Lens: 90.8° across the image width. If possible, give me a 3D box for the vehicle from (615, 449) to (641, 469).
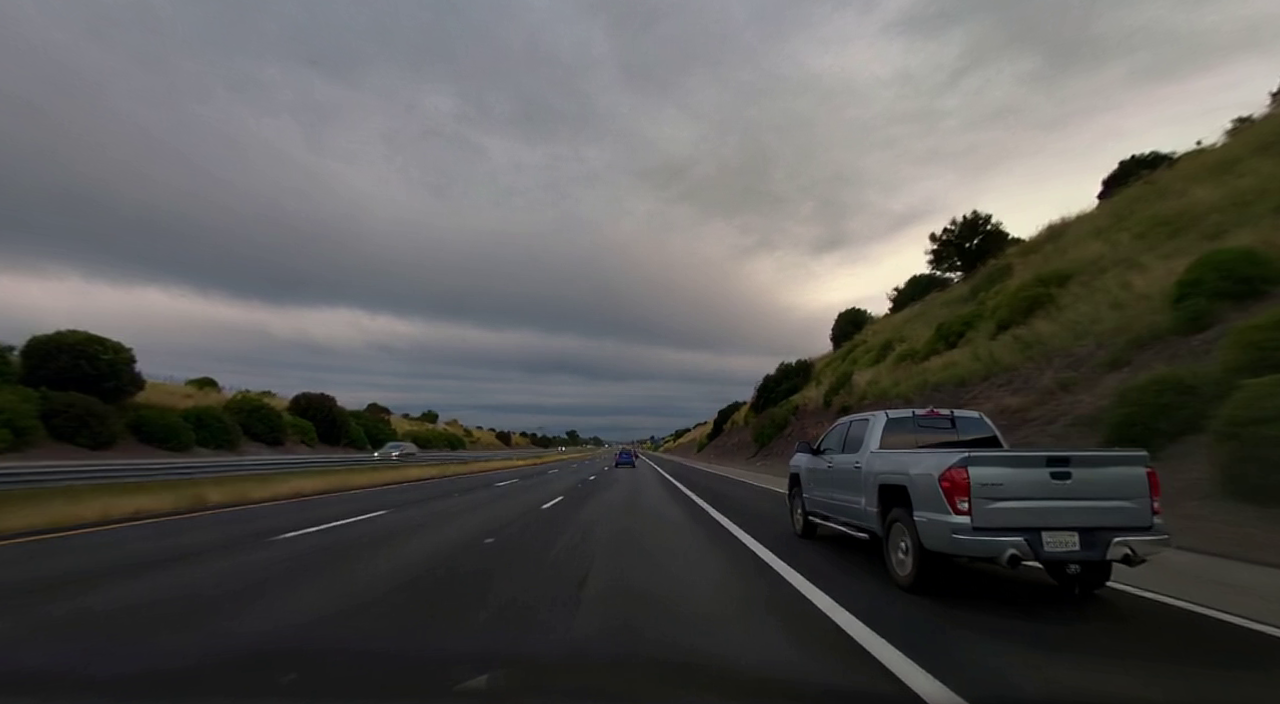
[{"bbox_3d":[-0.908,8.325,49.202,1.891,1.456,3.806,0,-9,0],"label":"vehicle"}]
